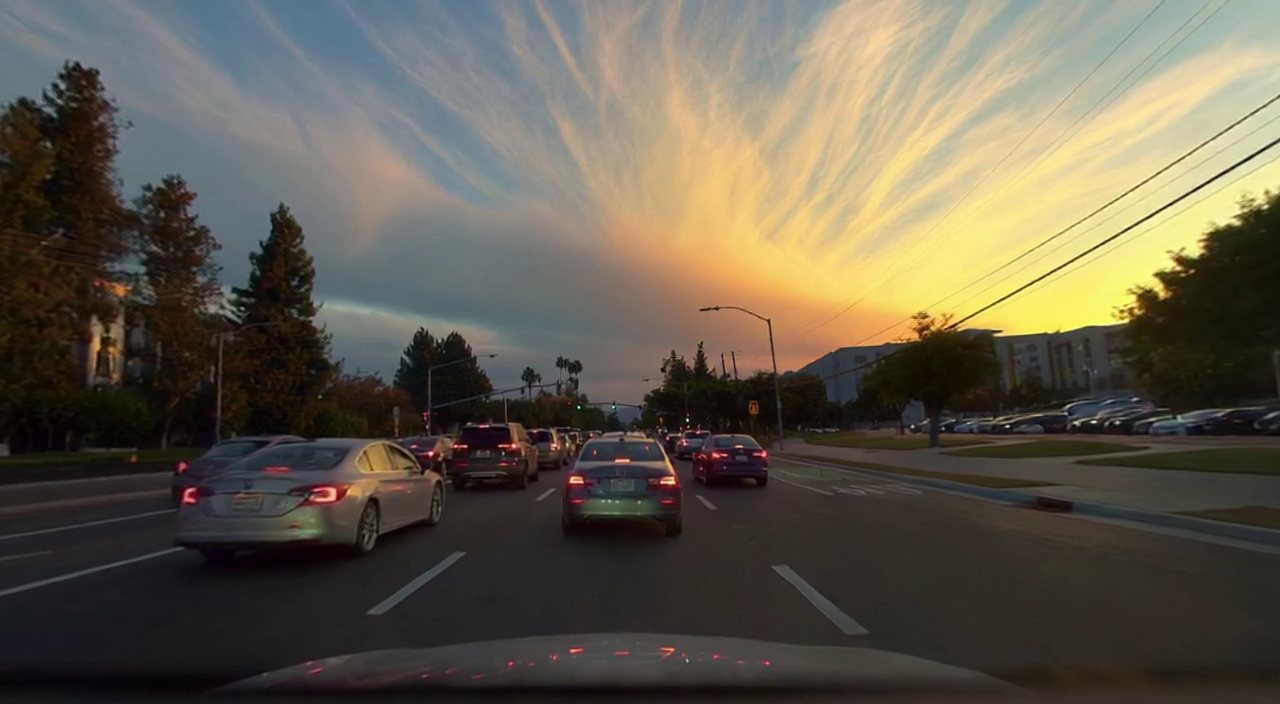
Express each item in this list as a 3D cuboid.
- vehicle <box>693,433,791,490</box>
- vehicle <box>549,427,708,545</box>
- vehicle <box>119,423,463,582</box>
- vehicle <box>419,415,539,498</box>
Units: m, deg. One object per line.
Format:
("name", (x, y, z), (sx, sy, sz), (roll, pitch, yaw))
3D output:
("vehicle", (2.841, 3.182, 18.702), (1.978, 1.452, 4.381), (0, -8, -3))
("vehicle", (-0.215, 2.002, 10.111), (2.007, 1.467, 4.059), (0, -8, -2))
("vehicle", (-3.859, 1.722, 8.063), (1.985, 1.467, 4.224), (0, -8, 0))
("vehicle", (-4.024, 2.703, 16.643), (2.054, 1.881, 4.469), (0, -8, -1))
